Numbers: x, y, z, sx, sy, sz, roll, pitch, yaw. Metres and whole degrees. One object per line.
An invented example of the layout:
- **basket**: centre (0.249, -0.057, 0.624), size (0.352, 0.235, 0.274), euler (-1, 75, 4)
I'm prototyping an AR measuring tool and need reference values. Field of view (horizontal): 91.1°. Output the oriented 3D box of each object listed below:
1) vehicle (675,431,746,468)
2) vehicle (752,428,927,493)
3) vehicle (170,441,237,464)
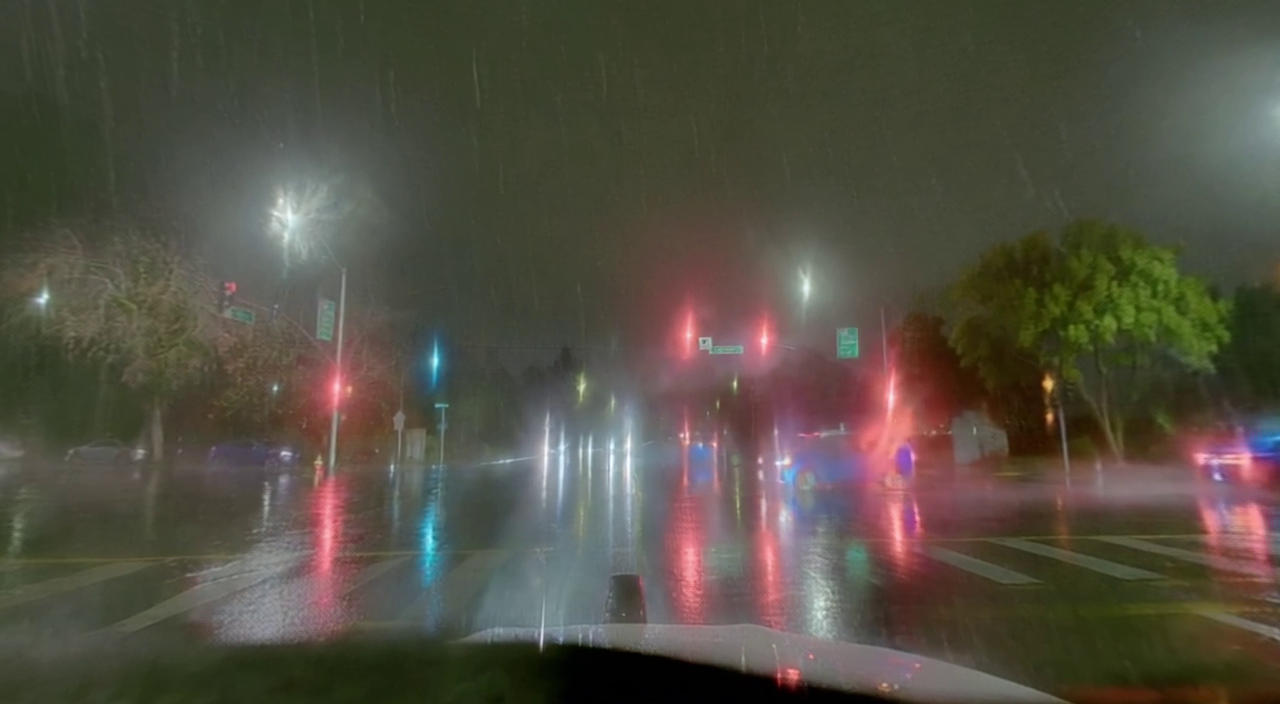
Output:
- **vehicle**: centre (3.760, 5.100, 32.933), size (1.994, 1.753, 4.346), euler (-5, -10, 31)
- **vehicle**: centre (5.996, 3.254, 19.119), size (4.580, 1.768, 2.134), euler (2, -9, -15)
- **vehicle**: centre (-29.139, 6.690, 42.021), size (1.696, 1.431, 3.686), euler (0, -8, 3)
